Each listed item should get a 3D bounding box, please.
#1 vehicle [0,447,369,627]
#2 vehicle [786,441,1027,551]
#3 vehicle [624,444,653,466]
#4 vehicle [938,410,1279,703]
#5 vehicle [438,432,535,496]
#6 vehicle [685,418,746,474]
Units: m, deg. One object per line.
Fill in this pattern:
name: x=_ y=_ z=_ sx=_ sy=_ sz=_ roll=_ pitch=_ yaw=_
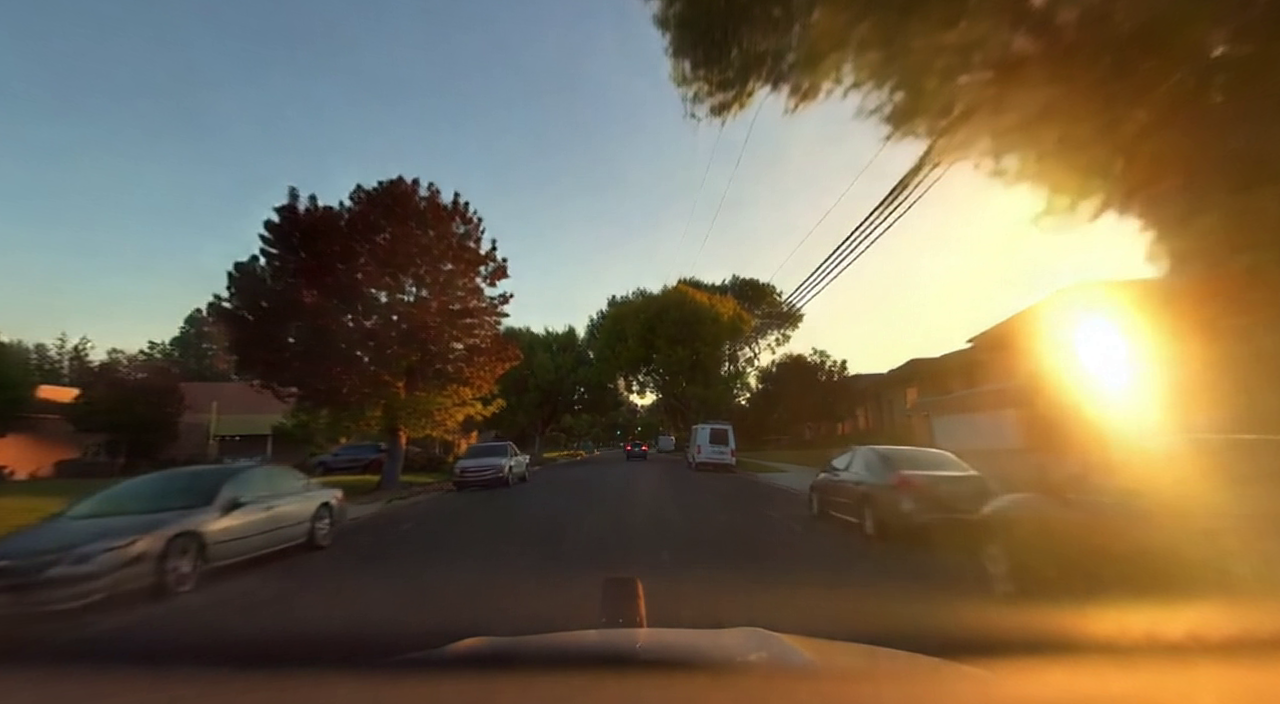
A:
vehicle: x=-6.015 y=2.203 z=8.830 sx=2.094 sy=1.433 sz=5.740 roll=-3 pitch=-7 yaw=-2
vehicle: x=3.983 y=2.195 z=10.444 sx=1.879 sy=1.395 sz=4.374 roll=0 pitch=-8 yaw=-3
vehicle: x=-0.155 y=7.738 z=47.688 sx=2.062 sy=1.509 sz=4.305 roll=0 pitch=-8 yaw=-1
vehicle: x=4.016 y=1.162 z=3.600 sx=2.144 sy=1.572 sz=5.026 roll=0 pitch=-9 yaw=0
vehicle: x=-5.951 y=4.345 z=25.397 sx=2.284 sy=2.119 sz=5.984 roll=-3 pitch=-7 yaw=1
vehicle: x=3.973 y=5.150 z=34.672 sx=2.384 sy=2.791 sz=5.899 roll=0 pitch=-9 yaw=-2
